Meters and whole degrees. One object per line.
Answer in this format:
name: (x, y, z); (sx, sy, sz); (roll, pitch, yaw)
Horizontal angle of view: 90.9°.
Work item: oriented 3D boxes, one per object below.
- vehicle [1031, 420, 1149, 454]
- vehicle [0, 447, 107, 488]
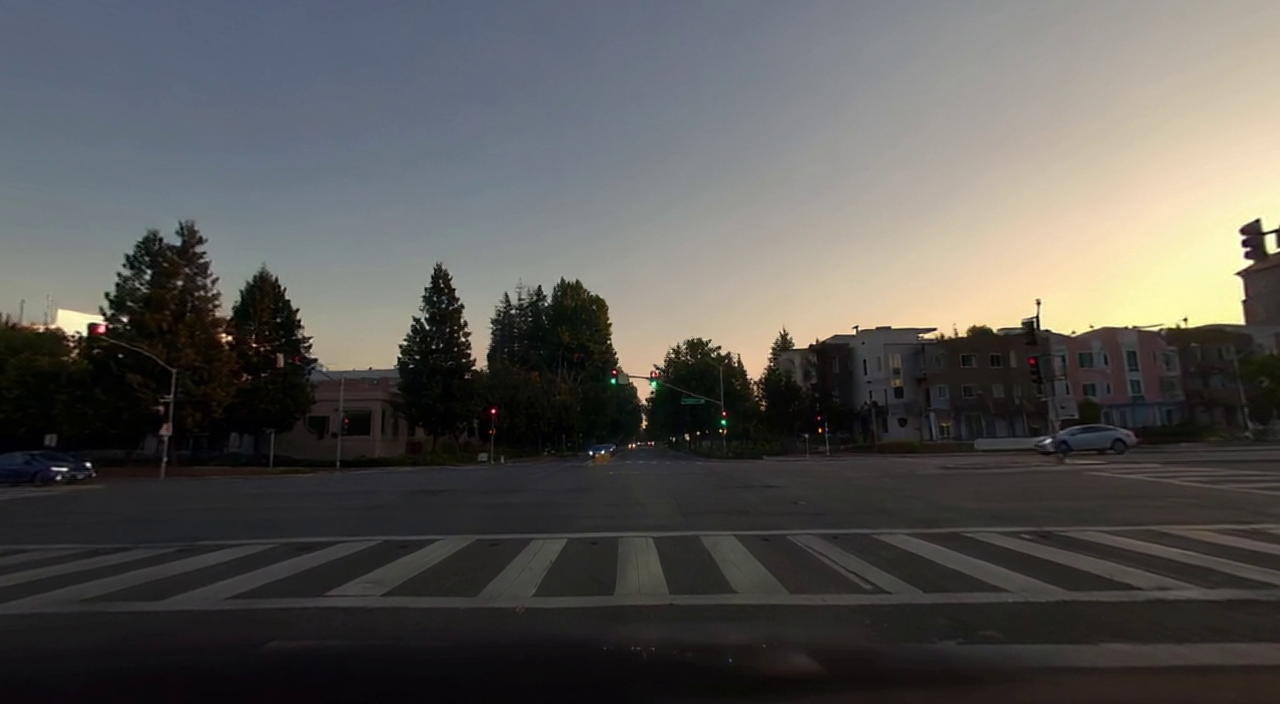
vehicle: (23.050, 4.377, 32.396); (4.483, 1.691, 1.949); (0, -8, 1)
vehicle: (-25.219, 4.781, 26.252); (4.332, 1.573, 1.900); (0, -8, 3)
